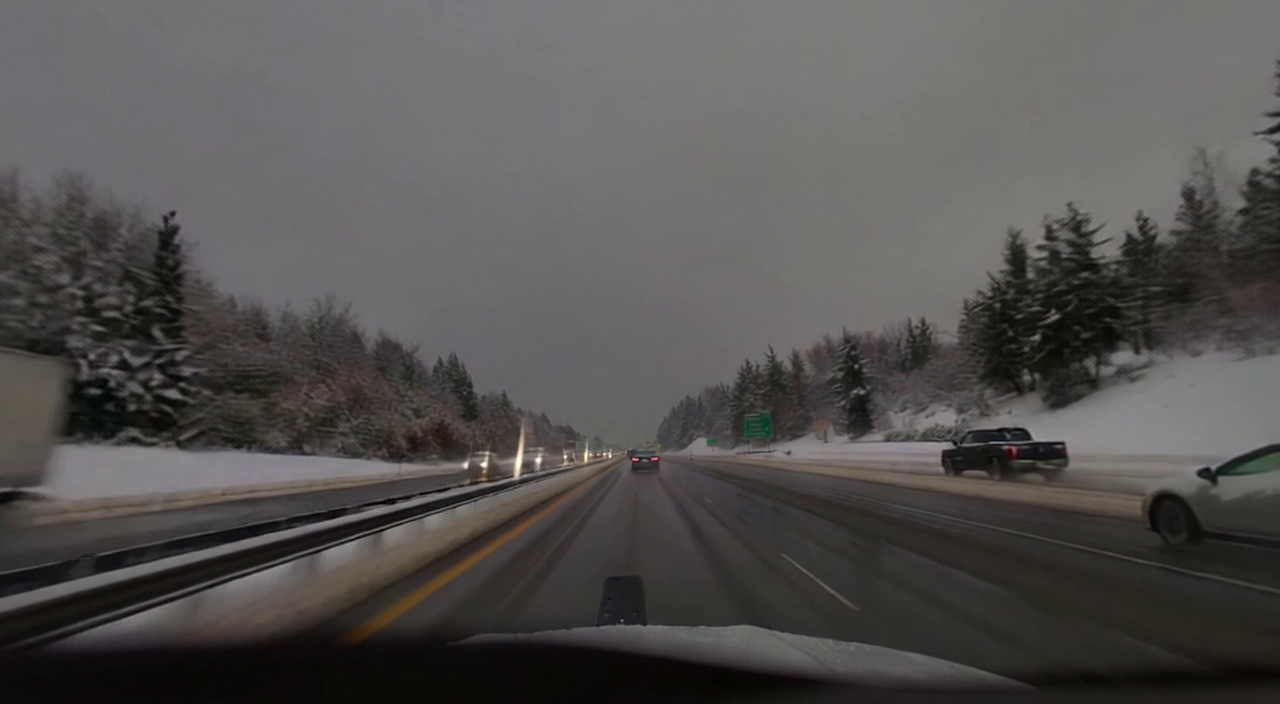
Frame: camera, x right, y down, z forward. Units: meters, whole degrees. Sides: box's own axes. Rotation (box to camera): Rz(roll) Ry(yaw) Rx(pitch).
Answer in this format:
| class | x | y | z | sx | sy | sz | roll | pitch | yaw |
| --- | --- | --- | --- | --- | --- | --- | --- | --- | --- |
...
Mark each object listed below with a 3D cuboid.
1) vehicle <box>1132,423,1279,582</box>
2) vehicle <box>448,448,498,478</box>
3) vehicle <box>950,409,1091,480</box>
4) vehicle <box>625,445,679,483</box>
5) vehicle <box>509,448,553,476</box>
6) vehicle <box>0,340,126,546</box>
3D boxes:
| class | x | y | z | sx | sy | sz | roll | pitch | yaw |
| --- | --- | --- | --- | --- | --- | --- | --- | --- | --- |
| vehicle | 7.117 | 1.338 | 5.412 | 1.977 | 1.502 | 4.670 | 0 | -9 | 0 |
| vehicle | -11.465 | 7.665 | 43.653 | 2.030 | 1.920 | 4.938 | 0 | -9 | 1 |
| vehicle | 14.596 | 3.627 | 24.683 | 2.115 | 2.446 | 5.323 | 0 | -9 | 0 |
| vehicle | 0.487 | 4.844 | 27.525 | 2.177 | 1.520 | 4.278 | 0 | -9 | 0 |
| vehicle | -6.874 | 6.986 | 40.149 | 1.962 | 1.631 | 4.070 | 0 | -9 | 1 |
| vehicle | -15.190 | 1.280 | 9.152 | 3.413 | 4.286 | 14.339 | 0 | -9 | 0 |
